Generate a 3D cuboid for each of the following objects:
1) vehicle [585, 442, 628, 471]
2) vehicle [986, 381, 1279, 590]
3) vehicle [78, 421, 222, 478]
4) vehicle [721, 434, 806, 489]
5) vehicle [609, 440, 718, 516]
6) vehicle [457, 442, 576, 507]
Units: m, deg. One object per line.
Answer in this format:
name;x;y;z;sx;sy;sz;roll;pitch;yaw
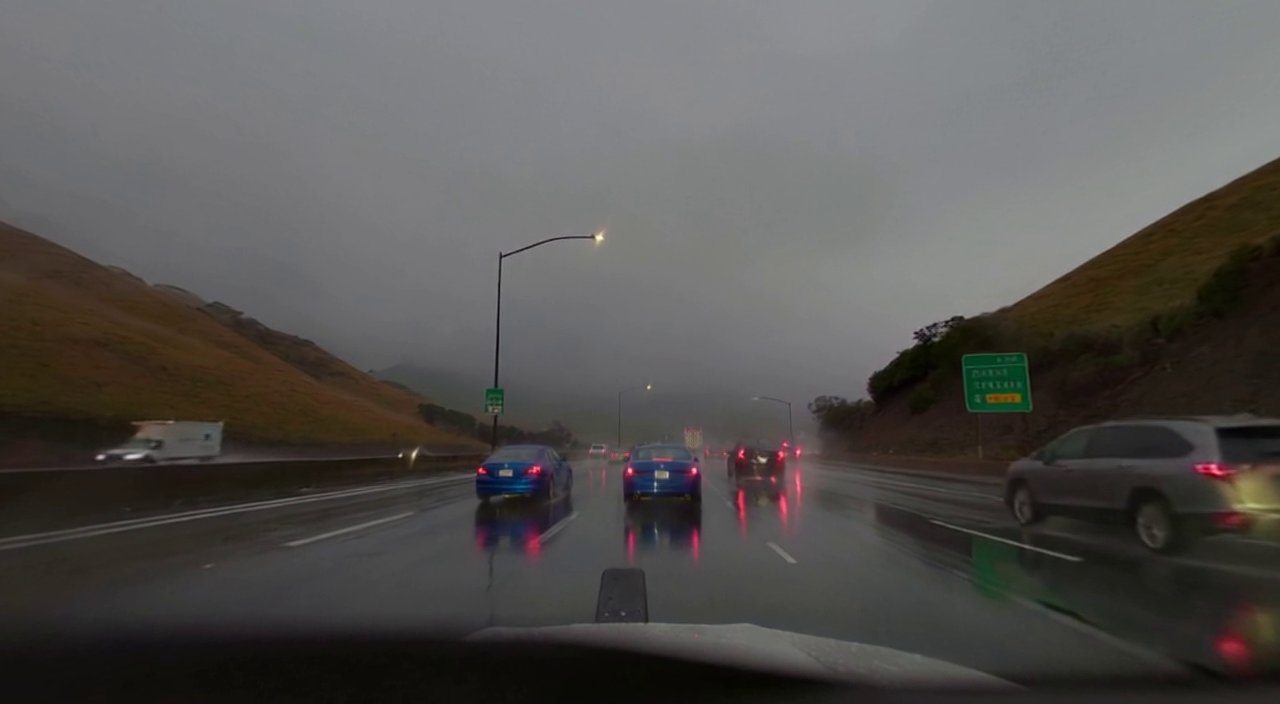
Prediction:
vehicle;-1.936;6.245;37.868;2.034;1.572;4.444;-1;-9;4
vehicle;6.802;1.523;7.873;2.210;1.831;4.843;0;-9;0
vehicle;-27.751;5.575;36.207;2.798;2.946;6.499;-1;-9;2
vehicle;4.191;3.794;22.232;2.083;1.693;4.740;0;-9;1
vehicle;0.510;2.709;14.071;2.072;1.431;3.904;0;-9;2
vehicle;-3.015;3.090;16.456;2.017;1.446;4.384;-1;-9;3
